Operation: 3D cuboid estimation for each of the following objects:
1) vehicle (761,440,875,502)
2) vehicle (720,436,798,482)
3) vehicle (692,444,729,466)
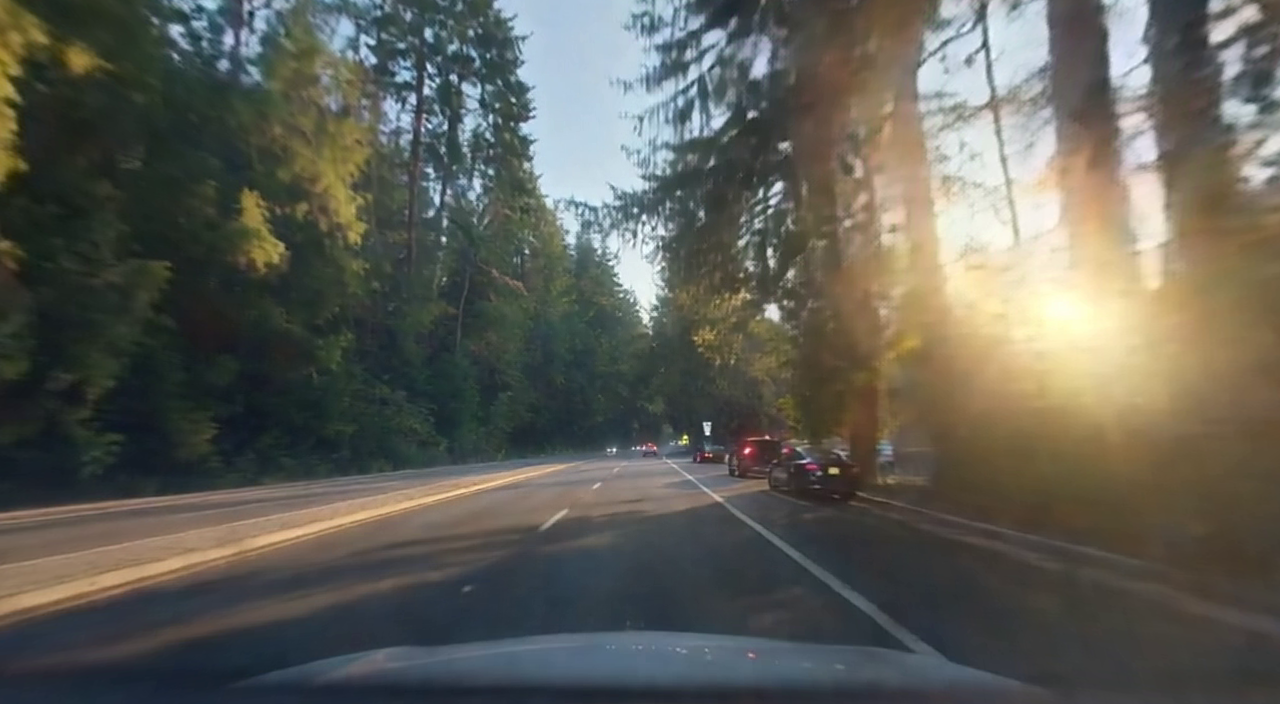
[{"bbox_3d":[4.870,3.296,18.012,1.920,1.514,4.746,0,-8,1],"label":"vehicle"},{"bbox_3d":[4.852,4.434,26.482,2.205,1.728,4.855,0,-8,-1],"label":"vehicle"},{"bbox_3d":[5.079,7.484,45.869,2.184,1.496,4.615,0,-8,1],"label":"vehicle"}]
